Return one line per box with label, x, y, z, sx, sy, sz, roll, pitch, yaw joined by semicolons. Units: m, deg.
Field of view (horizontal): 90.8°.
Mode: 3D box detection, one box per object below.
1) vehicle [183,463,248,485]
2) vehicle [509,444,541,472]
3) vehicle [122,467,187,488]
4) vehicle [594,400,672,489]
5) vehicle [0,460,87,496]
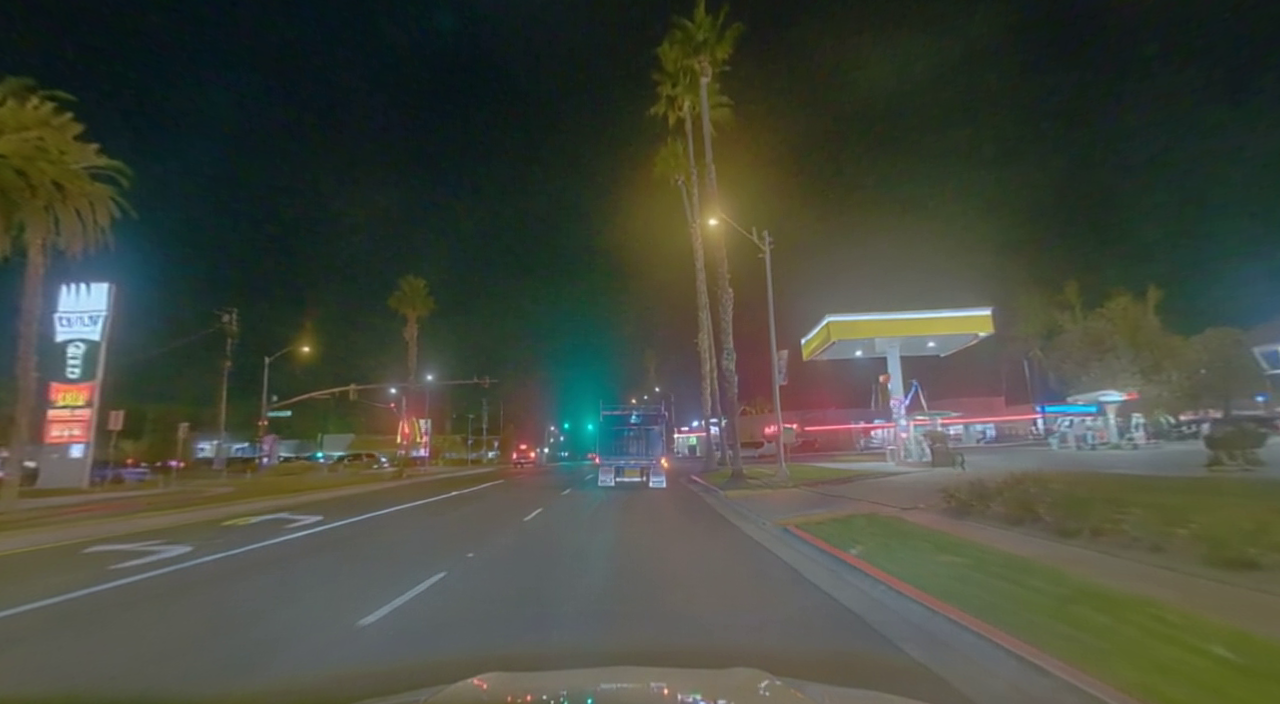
vehicle;-31.115;8.921;46.443;1.766;1.428;4.337;0;-8;1
vehicle;-7.576;6.981;41.864;1.997;1.679;4.263;1;-8;-9
vehicle;-35.836;9.258;46.723;1.834;1.383;3.707;0;-8;0
vehicle;-0.081;3.516;24.096;2.463;2.954;5.938;-1;-8;4
vehicle;-28.311;5.694;28.568;4.568;1.466;1.848;4;-9;-27
